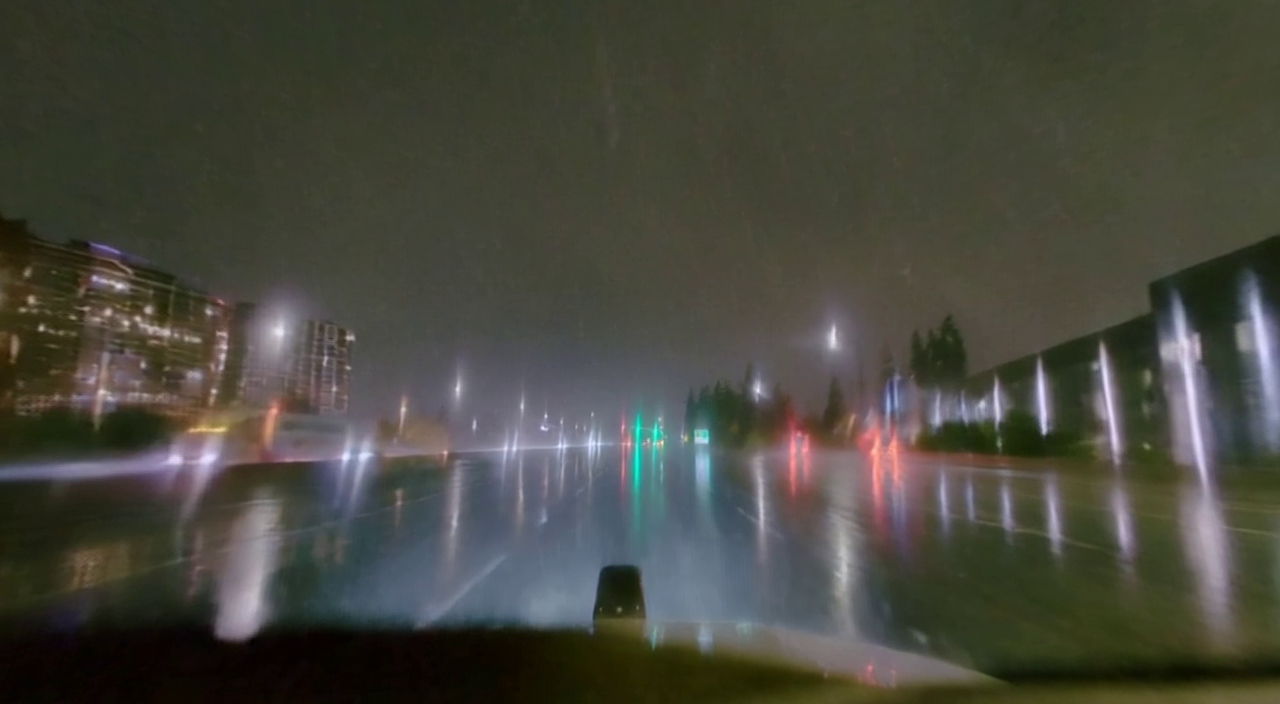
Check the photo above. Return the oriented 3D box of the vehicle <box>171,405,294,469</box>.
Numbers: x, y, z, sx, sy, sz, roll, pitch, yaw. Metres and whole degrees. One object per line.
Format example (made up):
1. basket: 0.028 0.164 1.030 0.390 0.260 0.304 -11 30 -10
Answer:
1. vehicle: -30.969 6.617 48.521 2.979 4.421 9.285 0 -9 1
